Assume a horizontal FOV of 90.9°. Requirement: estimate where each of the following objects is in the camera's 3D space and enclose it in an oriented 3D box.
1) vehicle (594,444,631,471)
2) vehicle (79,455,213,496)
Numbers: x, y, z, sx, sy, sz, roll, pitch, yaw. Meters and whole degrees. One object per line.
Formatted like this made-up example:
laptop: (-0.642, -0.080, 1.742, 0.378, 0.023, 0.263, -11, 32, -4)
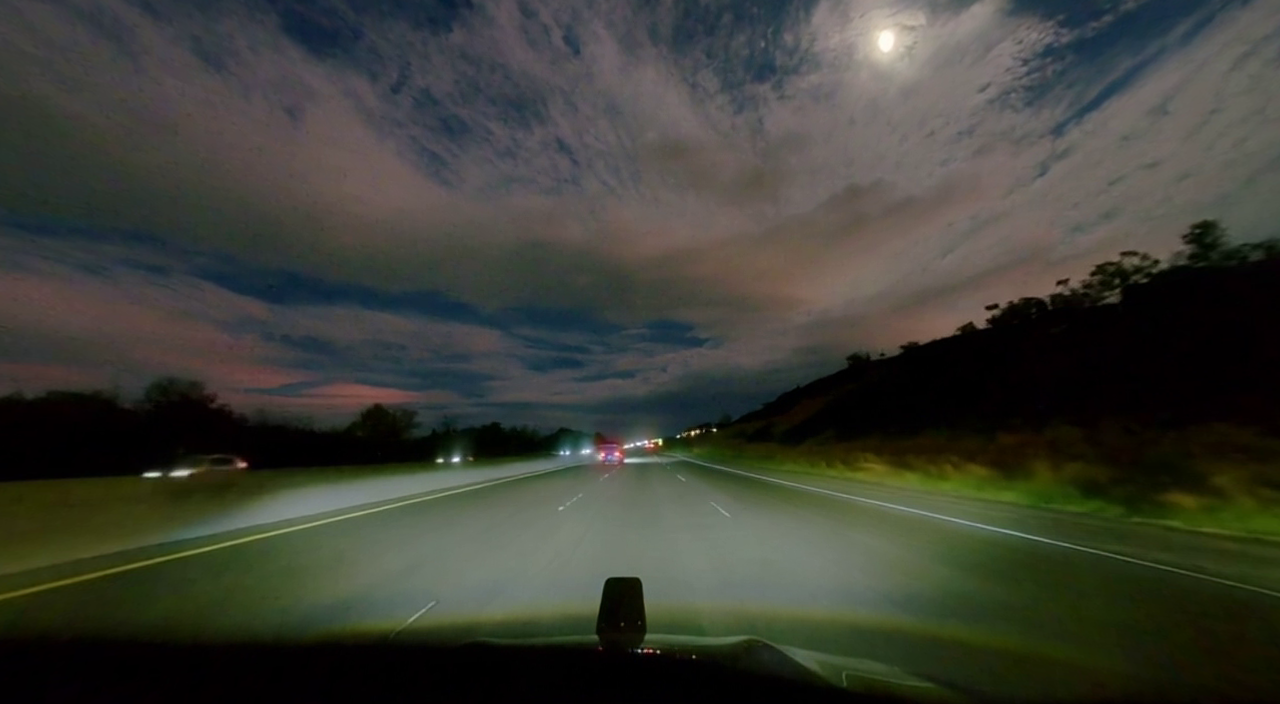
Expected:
vehicle: (-1.653, 6.517, 38.864, 1.965, 1.556, 3.971, 0, -9, 2)
vehicle: (-19.706, 4.921, 25.439, 1.822, 1.440, 4.360, 0, -9, 0)
